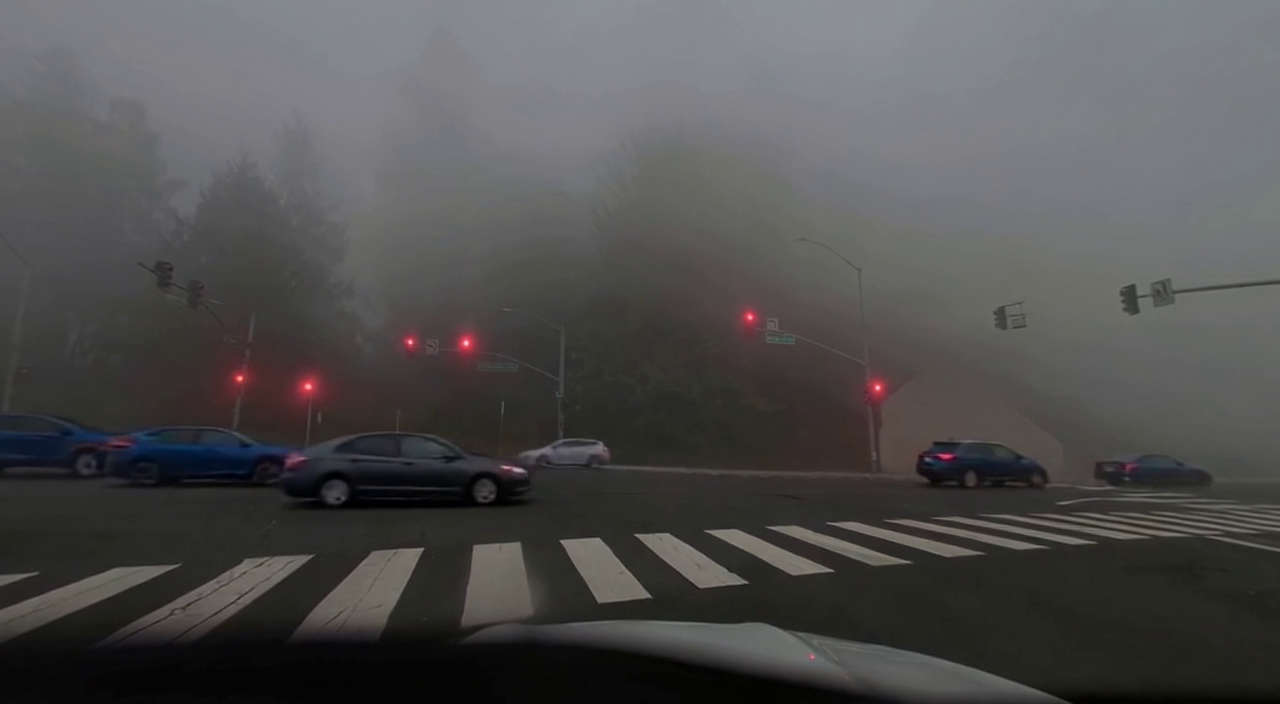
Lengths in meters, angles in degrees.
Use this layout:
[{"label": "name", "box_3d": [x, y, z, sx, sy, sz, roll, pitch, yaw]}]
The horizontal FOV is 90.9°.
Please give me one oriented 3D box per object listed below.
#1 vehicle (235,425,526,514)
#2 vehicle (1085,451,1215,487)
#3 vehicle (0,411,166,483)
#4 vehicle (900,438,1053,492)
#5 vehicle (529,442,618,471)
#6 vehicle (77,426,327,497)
[{"label": "vehicle", "box_3d": [-4.891, 2.264, 12.565, 4.952, 1.511, 1.855, 2, -9, -17]}, {"label": "vehicle", "box_3d": [23.399, 5.340, 28.953, 5.203, 1.488, 1.907, 2, -9, -17]}, {"label": "vehicle", "box_3d": [-16.023, 2.545, 16.975, 4.708, 1.810, 1.986, 3, -9, -19]}, {"label": "vehicle", "box_3d": [11.673, 3.864, 21.942, 4.626, 1.710, 1.891, 2, -9, -17]}, {"label": "vehicle", "box_3d": [-3.571, 5.547, 33.777, 4.431, 1.464, 1.812, 3, -9, -19]}, {"label": "vehicle", "box_3d": [-10.145, 2.562, 15.079, 4.475, 1.496, 1.861, 3, -9, -18]}]
